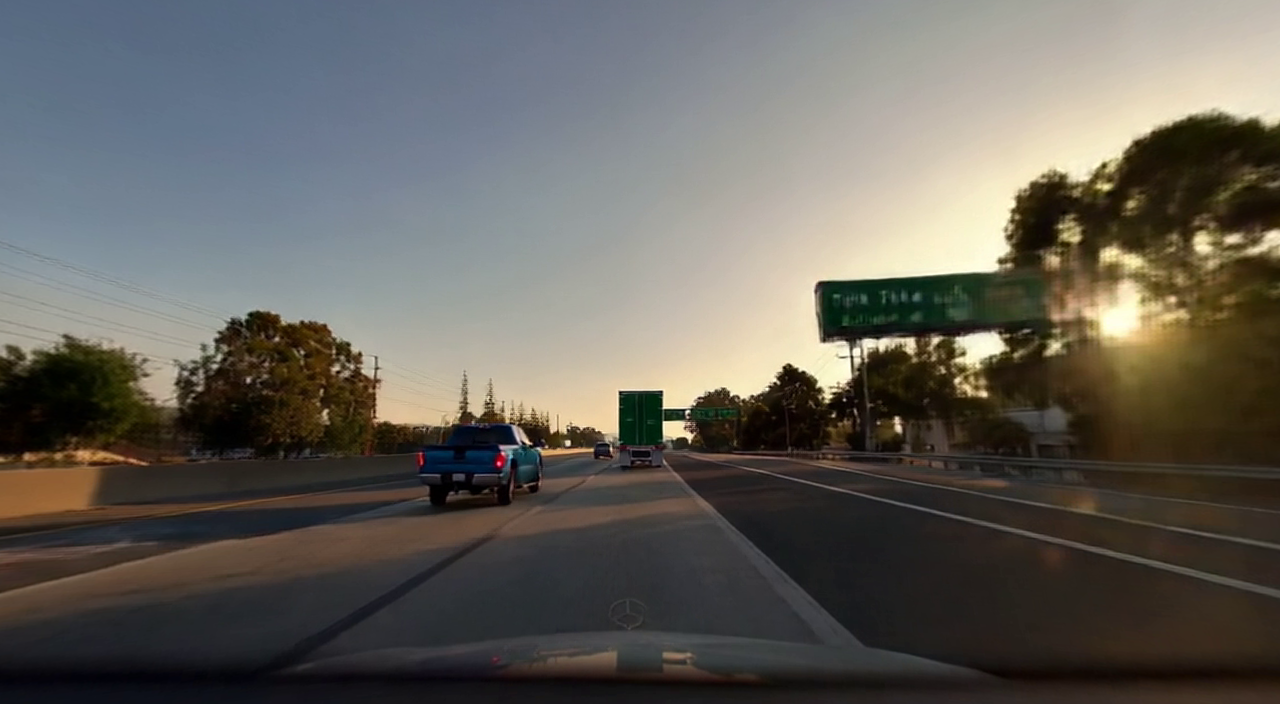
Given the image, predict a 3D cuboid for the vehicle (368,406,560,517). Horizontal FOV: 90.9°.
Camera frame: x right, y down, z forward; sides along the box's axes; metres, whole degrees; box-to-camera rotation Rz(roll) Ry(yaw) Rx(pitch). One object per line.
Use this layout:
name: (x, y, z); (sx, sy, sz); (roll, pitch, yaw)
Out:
vehicle: (-3.832, 2.600, 15.577); (2.749, 2.141, 6.515); (0, -8, 1)

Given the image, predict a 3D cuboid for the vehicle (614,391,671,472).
vehicle: (0.204, 4.943, 38.368); (2.879, 4.085, 13.125); (0, -8, 1)
